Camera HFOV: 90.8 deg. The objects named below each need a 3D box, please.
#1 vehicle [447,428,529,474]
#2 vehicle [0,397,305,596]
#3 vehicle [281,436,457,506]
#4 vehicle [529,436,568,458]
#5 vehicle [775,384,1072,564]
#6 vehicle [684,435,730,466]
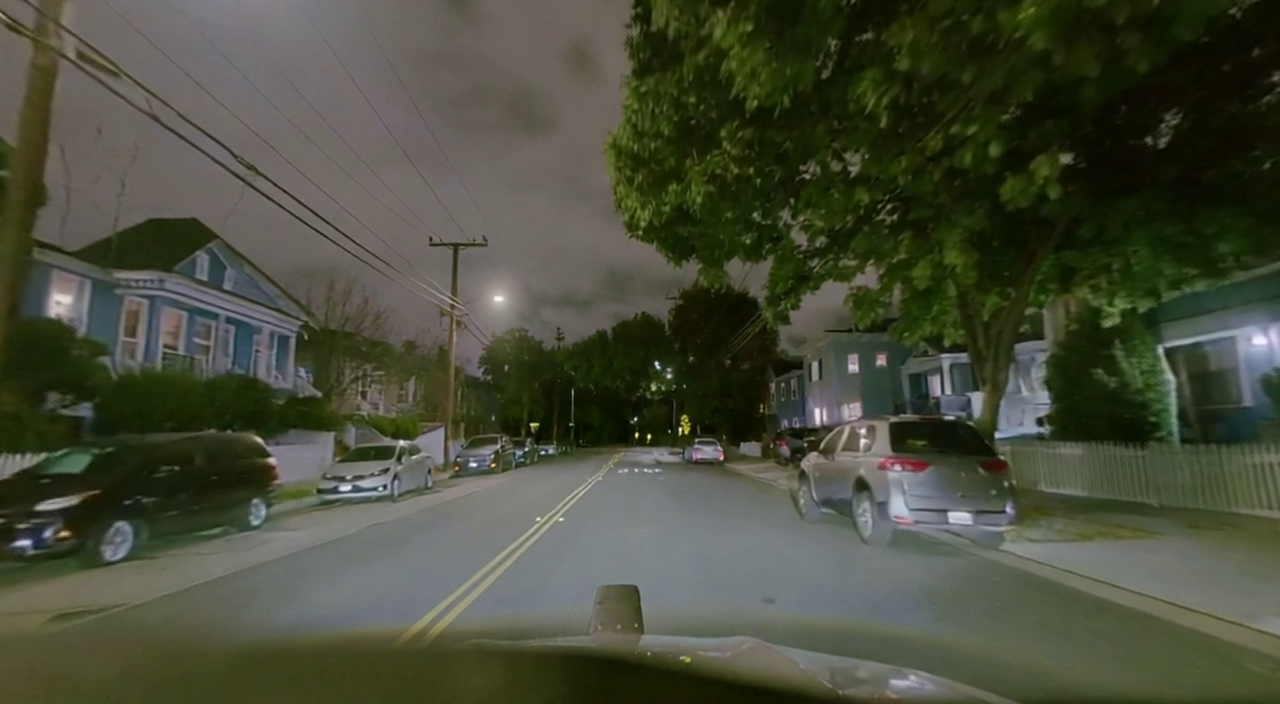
[{"bbox_3d":[-6.431,4.246,27.422,2.136,1.757,5.365,0,-8,1],"label":"vehicle"},{"bbox_3d":[-6.483,1.653,8.054,2.194,1.798,4.402,-2,-8,-3],"label":"vehicle"},{"bbox_3d":[-6.462,2.865,15.784,2.211,1.469,4.380,0,-8,4],"label":"vehicle"},{"bbox_3d":[-6.498,6.838,45.466,2.056,1.481,4.451,0,-8,1],"label":"vehicle"},{"bbox_3d":[3.512,1.612,8.983,2.114,1.909,4.266,1,-8,-2],"label":"vehicle"},{"bbox_3d":[3.553,5.354,34.573,1.963,1.536,5.446,0,-8,0],"label":"vehicle"}]
